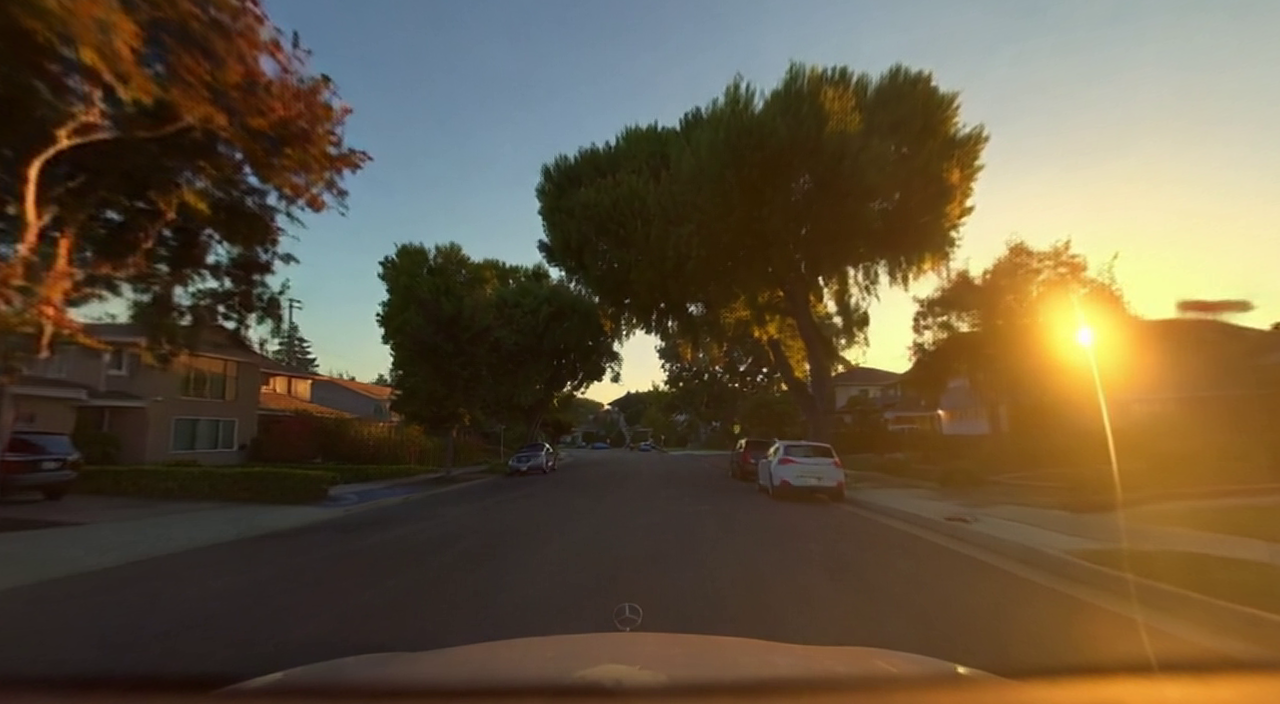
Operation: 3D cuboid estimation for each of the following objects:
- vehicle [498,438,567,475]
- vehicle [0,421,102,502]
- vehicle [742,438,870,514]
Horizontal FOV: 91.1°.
[{"bbox_3d":[-5.021,5.039,29.921,1.943,1.433,4.717,-6,-11,5],"label":"vehicle"},{"bbox_3d":[-15.016,2.421,14.100,4.582,1.616,1.869,-2,-8,11],"label":"vehicle"},{"bbox_3d":[3.617,2.751,14.647,2.088,1.429,4.796,-1,-8,6],"label":"vehicle"}]
